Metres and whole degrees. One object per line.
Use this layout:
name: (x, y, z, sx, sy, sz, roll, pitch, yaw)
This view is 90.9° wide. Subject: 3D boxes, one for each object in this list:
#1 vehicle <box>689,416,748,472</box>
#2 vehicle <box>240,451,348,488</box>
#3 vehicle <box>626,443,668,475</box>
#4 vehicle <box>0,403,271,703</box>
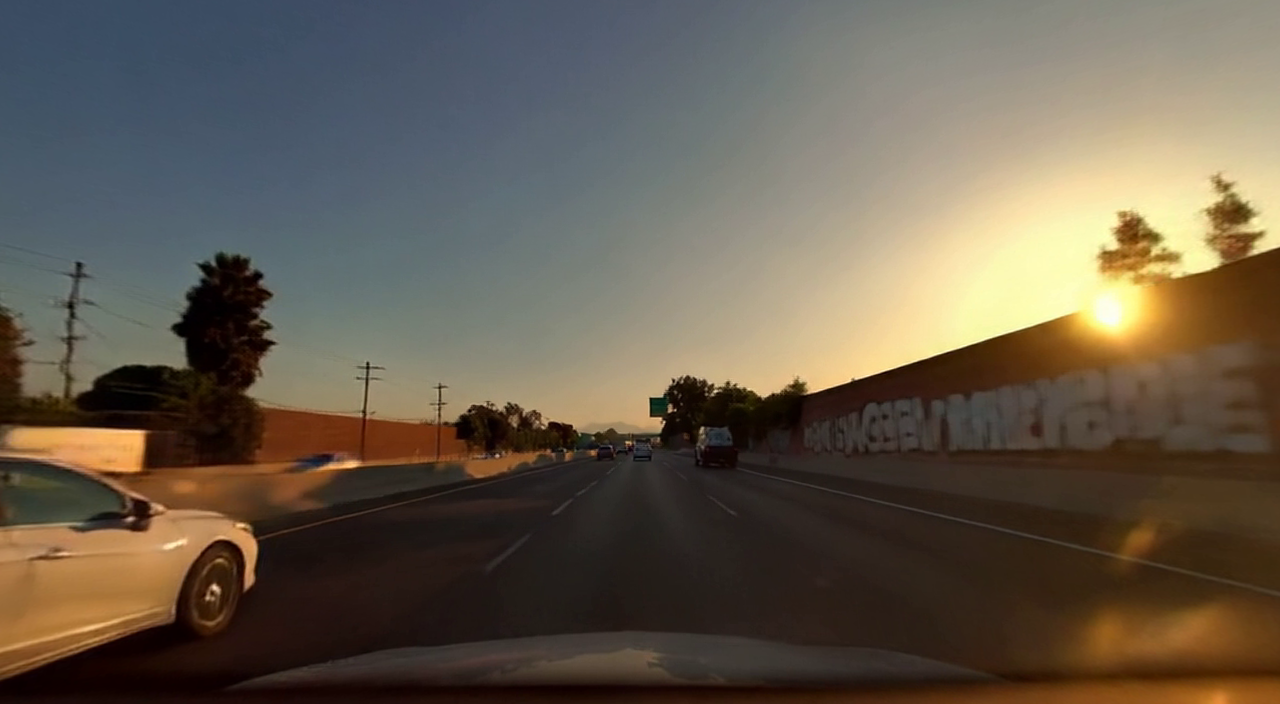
vehicle: (4.426, 5.362, 36.621, 2.549, 2.931, 6.310, 0, -9, 0)
vehicle: (-16.550, 5.641, 30.561, 2.207, 1.599, 5.423, 0, -9, 0)
vehicle: (0.326, 5.514, 32.690, 2.009, 1.506, 4.091, 0, -9, 0)
vehicle: (-3.715, 0.899, 2.336, 2.023, 1.444, 4.379, 0, -9, 0)
